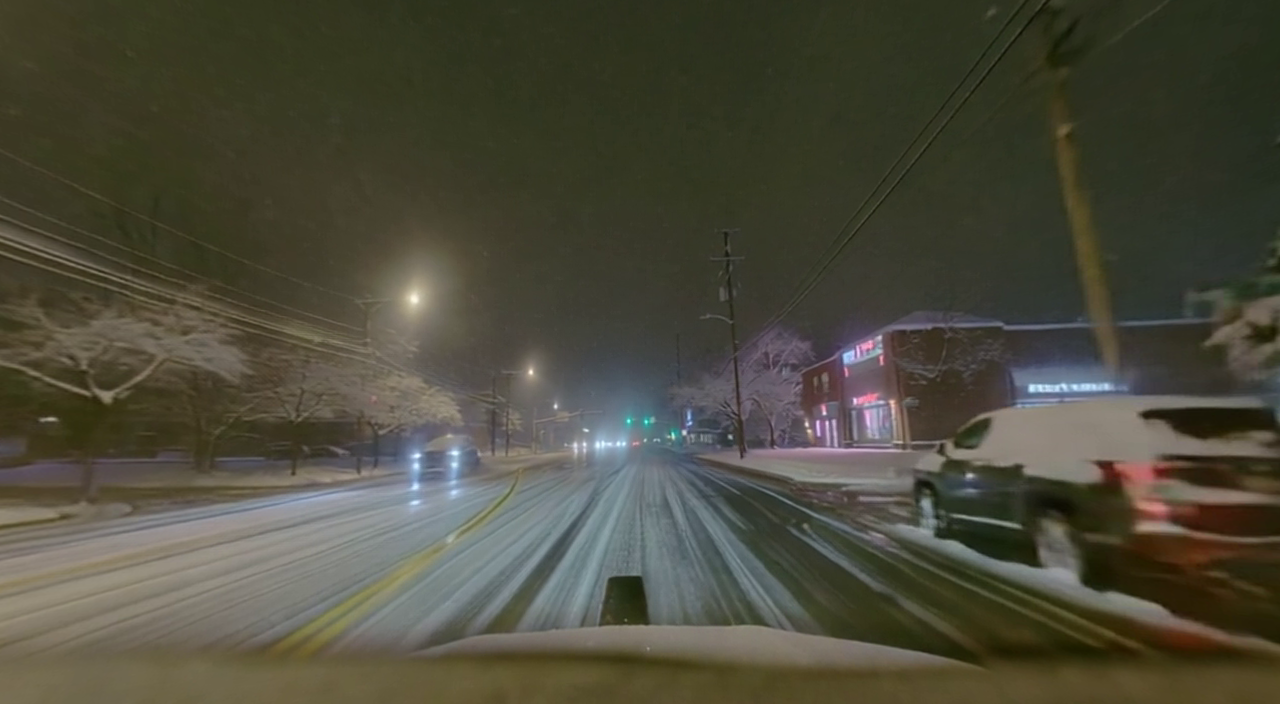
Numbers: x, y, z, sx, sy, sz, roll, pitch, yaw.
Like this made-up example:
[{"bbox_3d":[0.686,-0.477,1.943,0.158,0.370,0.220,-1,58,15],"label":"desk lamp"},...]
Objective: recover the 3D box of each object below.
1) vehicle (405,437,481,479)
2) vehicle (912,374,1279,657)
[{"bbox_3d":[-8.654,4.685,28.113,1.973,1.704,4.476,0,-9,-1],"label":"vehicle"},{"bbox_3d":[4.959,1.419,6.548,2.182,1.850,4.705,0,-9,1],"label":"vehicle"}]
